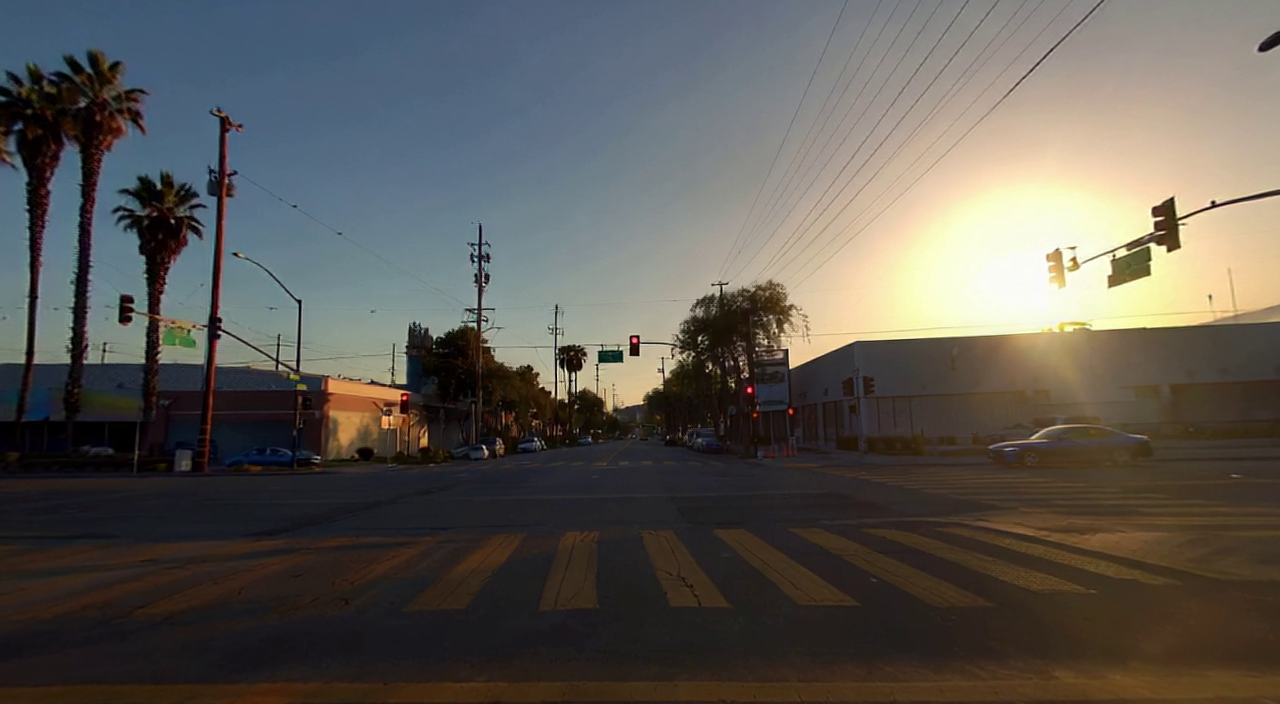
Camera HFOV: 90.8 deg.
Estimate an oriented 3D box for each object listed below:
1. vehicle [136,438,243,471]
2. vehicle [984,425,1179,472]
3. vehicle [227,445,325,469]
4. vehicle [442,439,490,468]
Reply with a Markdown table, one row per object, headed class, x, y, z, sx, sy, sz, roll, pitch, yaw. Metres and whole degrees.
| class | x | y | z | sx | sy | sz | roll | pitch | yaw |
| --- | --- | --- | --- | --- | --- | --- | --- | --- | --- |
| vehicle | -25.926 | 5.925 | 36.458 | 4.613 | 1.820 | 2.021 | -1 | -9 | 3 |
| vehicle | 14.578 | 3.221 | 21.157 | 4.918 | 1.479 | 1.897 | -1 | -9 | 7 |
| vehicle | -22.325 | 6.437 | 38.833 | 4.849 | 1.444 | 1.881 | 0 | -8 | 1 |
| vehicle | -11.988 | 6.990 | 43.798 | 2.016 | 1.717 | 4.287 | 0 | -6 | 1 |
